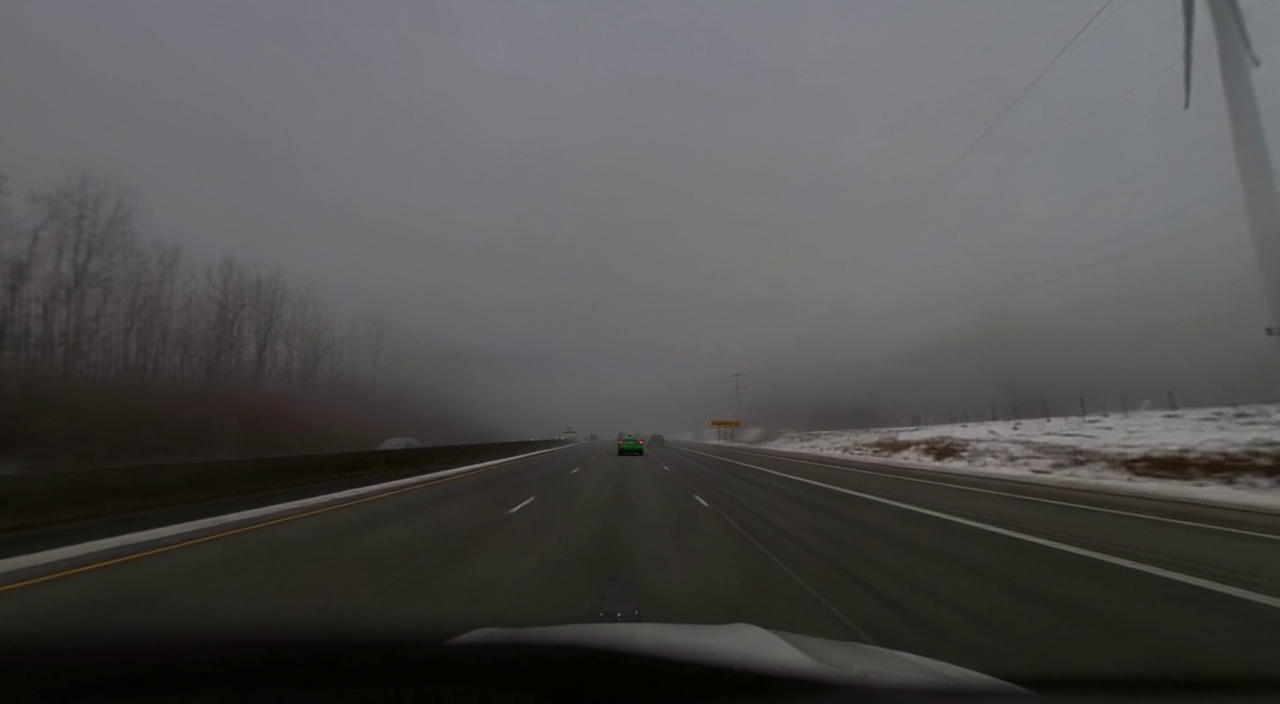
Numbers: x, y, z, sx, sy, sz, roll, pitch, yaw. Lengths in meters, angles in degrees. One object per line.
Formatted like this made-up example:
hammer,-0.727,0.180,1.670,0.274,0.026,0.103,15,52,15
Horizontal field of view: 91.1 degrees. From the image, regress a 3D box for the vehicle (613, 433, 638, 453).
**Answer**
vehicle,-1.173,7.126,49.515,1.892,1.496,3.575,0,-8,-2
